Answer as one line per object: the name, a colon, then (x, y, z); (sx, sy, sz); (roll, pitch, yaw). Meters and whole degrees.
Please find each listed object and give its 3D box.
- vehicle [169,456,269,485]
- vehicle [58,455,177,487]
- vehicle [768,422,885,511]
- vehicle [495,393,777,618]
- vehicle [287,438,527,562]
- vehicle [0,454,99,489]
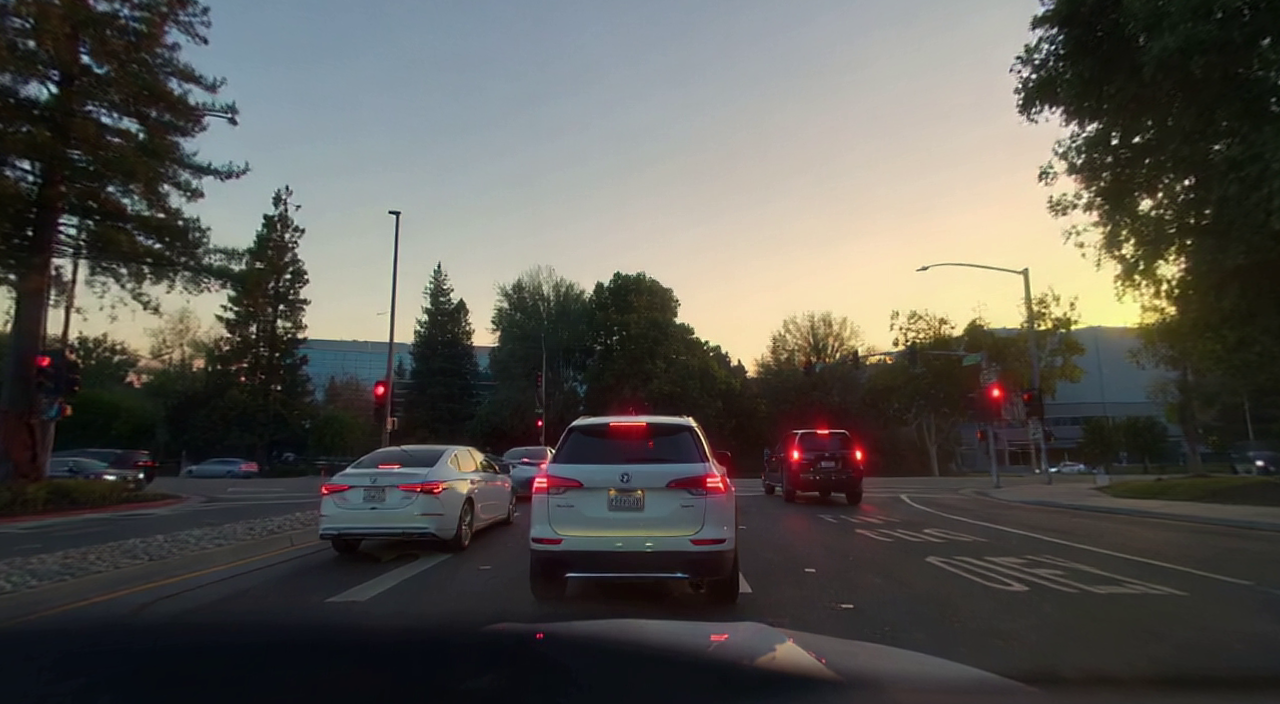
vehicle: (-24.537, 6.923, 36.915); (4.457, 1.435, 1.795); (3, -5, -16)
vehicle: (-26.034, 5.939, 31.571); (4.140, 1.444, 1.742); (2, -9, -16)
vehicle: (4.809, 2.996, 16.912); (2.084, 2.053, 4.073); (-1, -8, 4)
vehicle: (-0.031, 1.522, 7.166); (2.203, 1.757, 4.286); (0, -8, 0)
vehicle: (-3.191, 2.095, 9.796); (1.913, 1.453, 4.413); (0, -8, 2)
vehicle: (-27.080, 5.274, 27.941); (4.198, 1.444, 1.765); (2, -9, -15)
